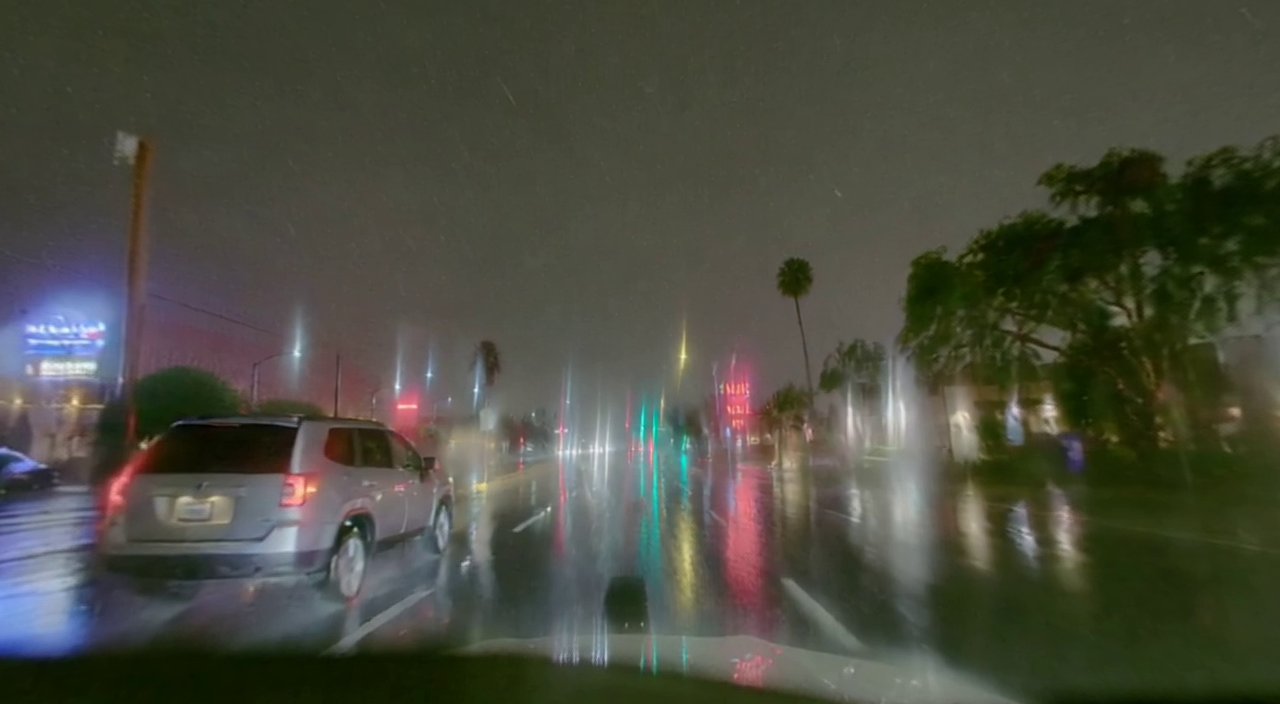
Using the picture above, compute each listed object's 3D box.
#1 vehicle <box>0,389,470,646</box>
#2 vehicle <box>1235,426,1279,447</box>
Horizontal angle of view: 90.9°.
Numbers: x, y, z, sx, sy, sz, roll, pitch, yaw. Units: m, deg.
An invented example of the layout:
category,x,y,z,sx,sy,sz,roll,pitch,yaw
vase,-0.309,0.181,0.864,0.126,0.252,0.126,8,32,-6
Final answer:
category,x,y,z,sx,sy,sz,roll,pitch,yaw
vehicle,-3.494,1.449,6.598,2.062,1.693,4.669,0,-9,1
vehicle,49.312,6.594,49.188,1.892,1.570,3.898,8,-12,-41
